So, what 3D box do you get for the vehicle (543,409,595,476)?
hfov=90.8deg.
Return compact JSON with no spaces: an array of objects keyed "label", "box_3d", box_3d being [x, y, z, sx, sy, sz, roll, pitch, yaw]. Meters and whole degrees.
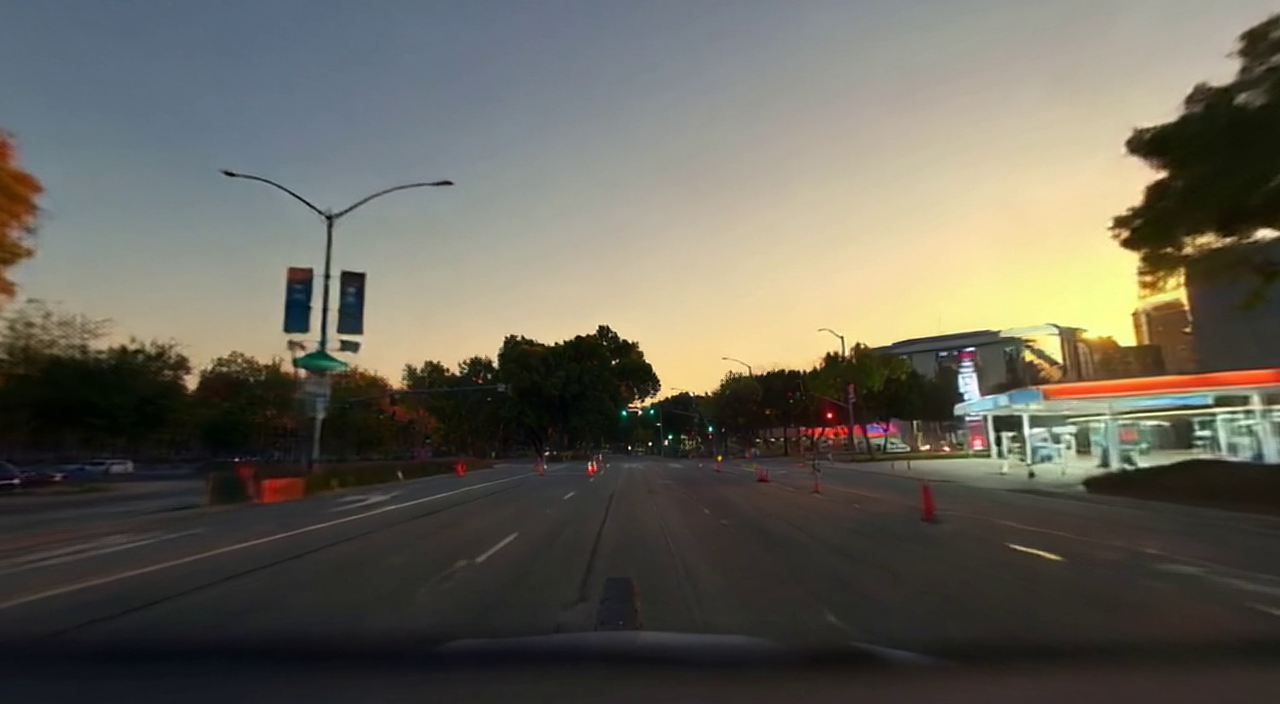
[{"label":"vehicle","box_3d":[-4.036,5.156,36.234,2.637,3.576,3.006,-1,-7,-1]}]
